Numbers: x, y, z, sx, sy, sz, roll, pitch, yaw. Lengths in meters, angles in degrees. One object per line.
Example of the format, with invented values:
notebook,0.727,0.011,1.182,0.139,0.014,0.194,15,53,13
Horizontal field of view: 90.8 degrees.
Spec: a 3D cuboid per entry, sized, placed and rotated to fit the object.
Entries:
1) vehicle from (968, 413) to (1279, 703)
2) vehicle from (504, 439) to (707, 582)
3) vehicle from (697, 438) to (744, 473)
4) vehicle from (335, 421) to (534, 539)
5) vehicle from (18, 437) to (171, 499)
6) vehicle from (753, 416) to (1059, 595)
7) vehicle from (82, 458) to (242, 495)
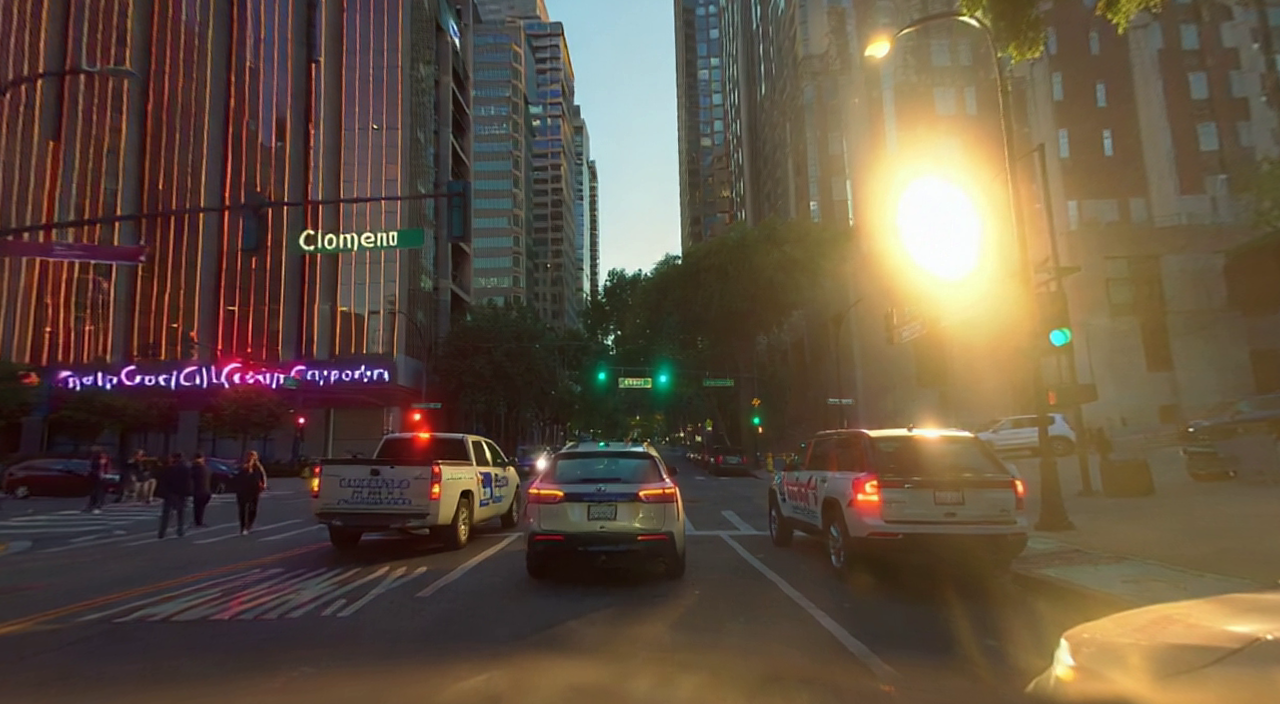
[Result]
vehicle,2.744,0.811,1.127,1.902,1.454,4.540,0,-8,0
vehicle,-0.387,1.945,8.665,2.092,1.454,4.132,0,-8,-1
vehicle,5.652,7.336,45.045,2.420,2.300,5.313,0,-8,-3
vehicle,-3.693,2.416,12.688,2.190,1.840,5.272,0,-8,0
vehicle,-30.882,6.521,35.945,5.896,3.276,2.809,1,-8,0
vehicle,3.038,1.853,8.632,2.072,1.735,4.759,0,-8,0
vehicle,-20.127,5.231,26.758,5.153,1.449,1.966,0,-8,1
